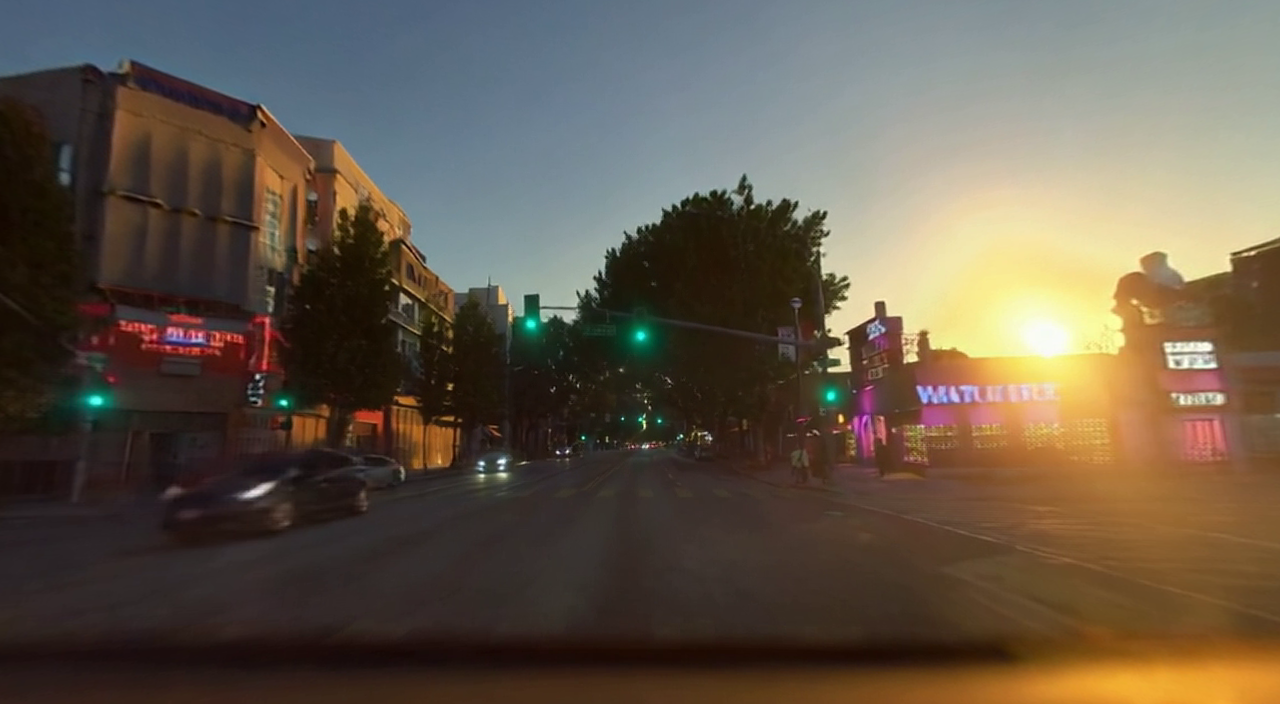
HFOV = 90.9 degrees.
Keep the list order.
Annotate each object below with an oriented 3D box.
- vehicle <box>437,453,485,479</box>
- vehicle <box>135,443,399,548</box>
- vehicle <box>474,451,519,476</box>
[{"bbox_3d":[-12.166,7.766,43.093,1.960,1.554,4.050,-2,-8,2],"label":"vehicle"},{"bbox_3d":[-6.184,2.368,11.235,2.007,1.478,4.328,0,-8,1],"label":"vehicle"},{"bbox_3d":[-9.161,7.105,40.548,1.913,1.457,4.048,0,-8,1],"label":"vehicle"}]
